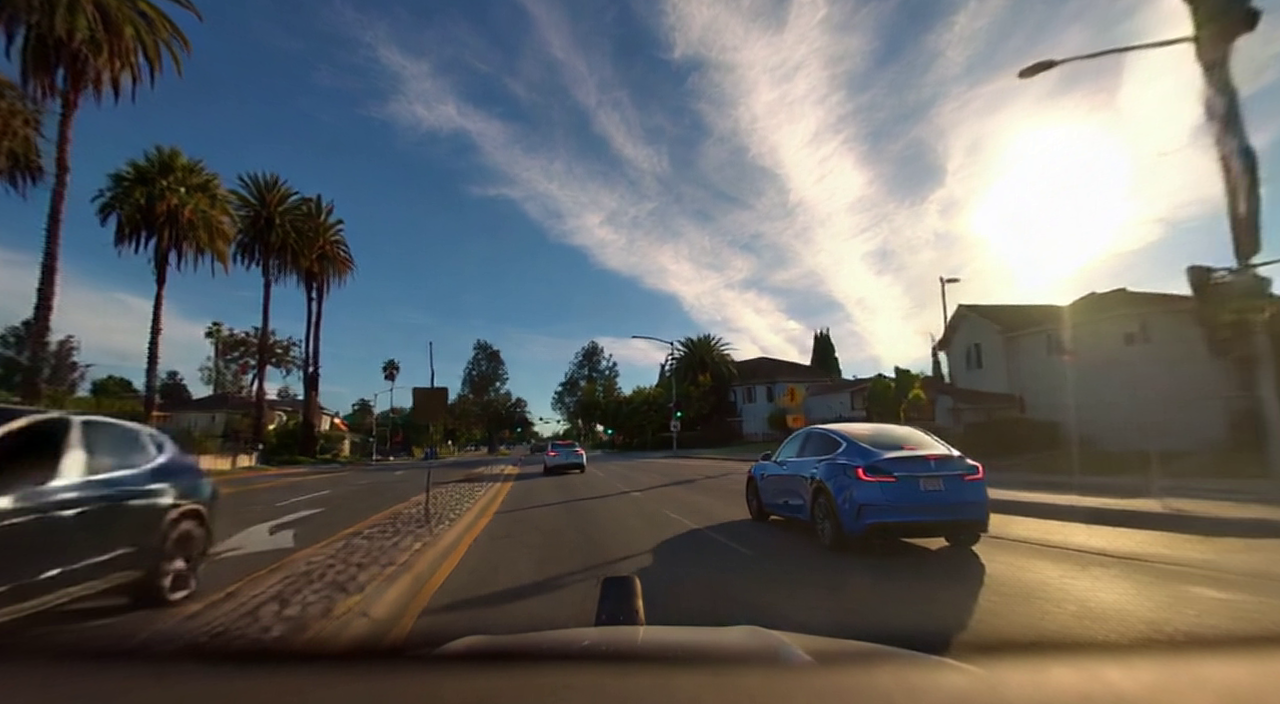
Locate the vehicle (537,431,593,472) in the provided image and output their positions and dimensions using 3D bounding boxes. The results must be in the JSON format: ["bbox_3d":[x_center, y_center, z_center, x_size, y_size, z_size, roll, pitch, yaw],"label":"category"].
[{"bbox_3d":[-3.539,4.597,29.256,2.341,1.709,4.466,1,-9,-10],"label":"vehicle"}]

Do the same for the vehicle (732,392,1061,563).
[{"bbox_3d":[3.178,1.726,9.431,2.205,1.803,5.135,0,-9,-7],"label":"vehicle"}]

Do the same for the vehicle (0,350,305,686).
[{"bbox_3d":[-5.014,1.203,5.159,2.283,1.878,5.384,1,-9,-9],"label":"vehicle"}]
